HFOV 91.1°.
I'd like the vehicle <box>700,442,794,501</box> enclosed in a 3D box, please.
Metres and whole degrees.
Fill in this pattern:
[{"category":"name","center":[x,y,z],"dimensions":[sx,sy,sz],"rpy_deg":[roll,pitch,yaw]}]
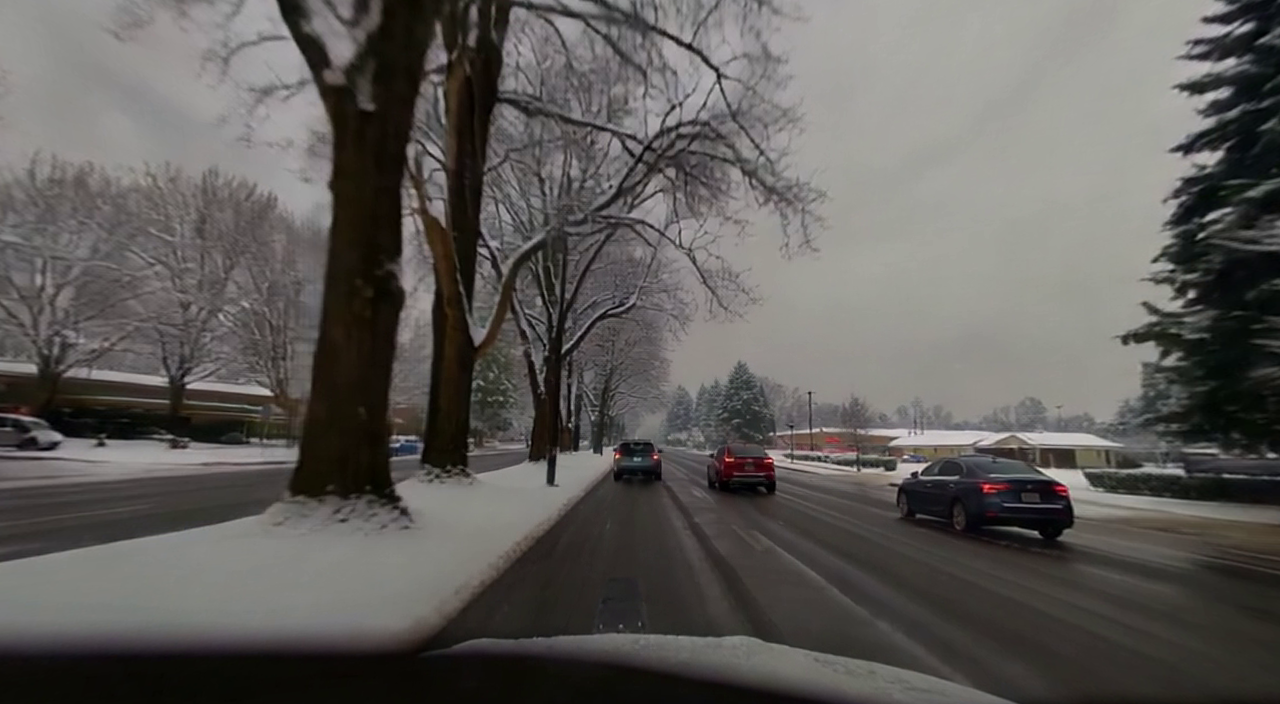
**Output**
[{"category":"vehicle","center":[2.960,3.391,18.333],"dimensions":[1.932,1.510,4.168],"rpy_deg":[0,-8,-1]}]

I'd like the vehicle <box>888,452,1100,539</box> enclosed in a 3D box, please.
[{"category":"vehicle","center":[7.096,2.872,13.237],"dimensions":[1.944,1.458,4.268],"rpy_deg":[0,-8,-1]}]

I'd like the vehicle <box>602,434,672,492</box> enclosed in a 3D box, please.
[{"category":"vehicle","center":[-0.080,3.535,20.382],"dimensions":[2.008,1.674,4.239],"rpy_deg":[0,-8,0]}]

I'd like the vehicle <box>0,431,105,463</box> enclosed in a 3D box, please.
[{"category":"vehicle","center":[-28.700,4.566,30.285],"dimensions":[1.867,1.420,4.409],"rpy_deg":[0,-8,-1]}]

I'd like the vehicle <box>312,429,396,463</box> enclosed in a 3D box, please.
[{"category":"vehicle","center":[-18.675,6.219,41.498],"dimensions":[2.226,2.019,6.809],"rpy_deg":[0,-8,1]}]

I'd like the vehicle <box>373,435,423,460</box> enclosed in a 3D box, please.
[{"category":"vehicle","center":[-18.505,7.320,48.206],"dimensions":[1.915,1.824,4.760],"rpy_deg":[0,-8,1]}]

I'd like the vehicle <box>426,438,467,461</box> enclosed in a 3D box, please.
[{"category":"vehicle","center":[-15.002,7.519,48.491],"dimensions":[2.161,1.642,4.587],"rpy_deg":[4,-9,-26]}]

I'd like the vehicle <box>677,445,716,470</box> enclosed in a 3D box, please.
[{"category":"vehicle","center":[3.566,6.705,40.126],"dimensions":[2.012,1.462,4.163],"rpy_deg":[0,-8,-1]}]
